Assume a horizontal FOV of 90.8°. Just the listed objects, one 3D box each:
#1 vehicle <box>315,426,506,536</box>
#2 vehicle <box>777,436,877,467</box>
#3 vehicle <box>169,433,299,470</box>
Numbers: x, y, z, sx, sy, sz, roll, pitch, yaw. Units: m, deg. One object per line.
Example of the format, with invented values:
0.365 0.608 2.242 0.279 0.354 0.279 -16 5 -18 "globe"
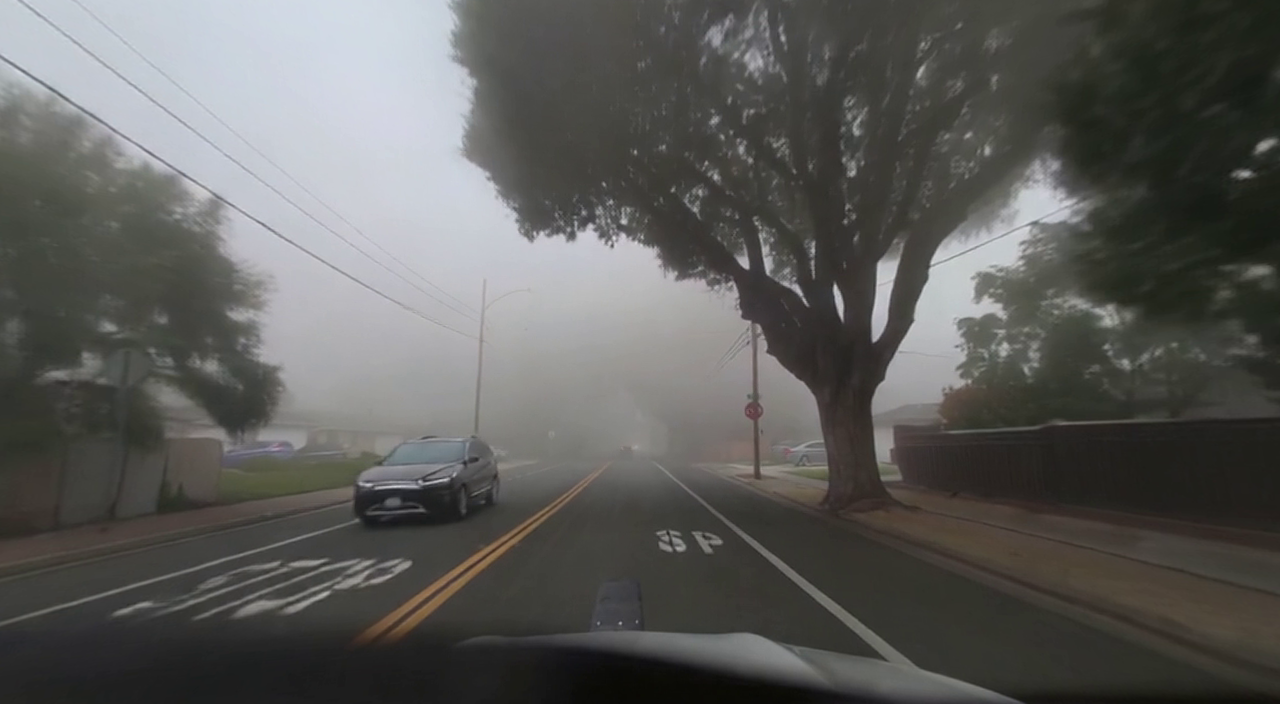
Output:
-3.844 2.197 11.443 1.935 1.595 3.972 1 -8 0 "vehicle"
10.521 5.615 35.687 4.908 1.537 2.065 -1 -9 -5 "vehicle"
-22.013 5.424 34.515 5.369 1.862 2.338 2 -8 -9 "vehicle"
